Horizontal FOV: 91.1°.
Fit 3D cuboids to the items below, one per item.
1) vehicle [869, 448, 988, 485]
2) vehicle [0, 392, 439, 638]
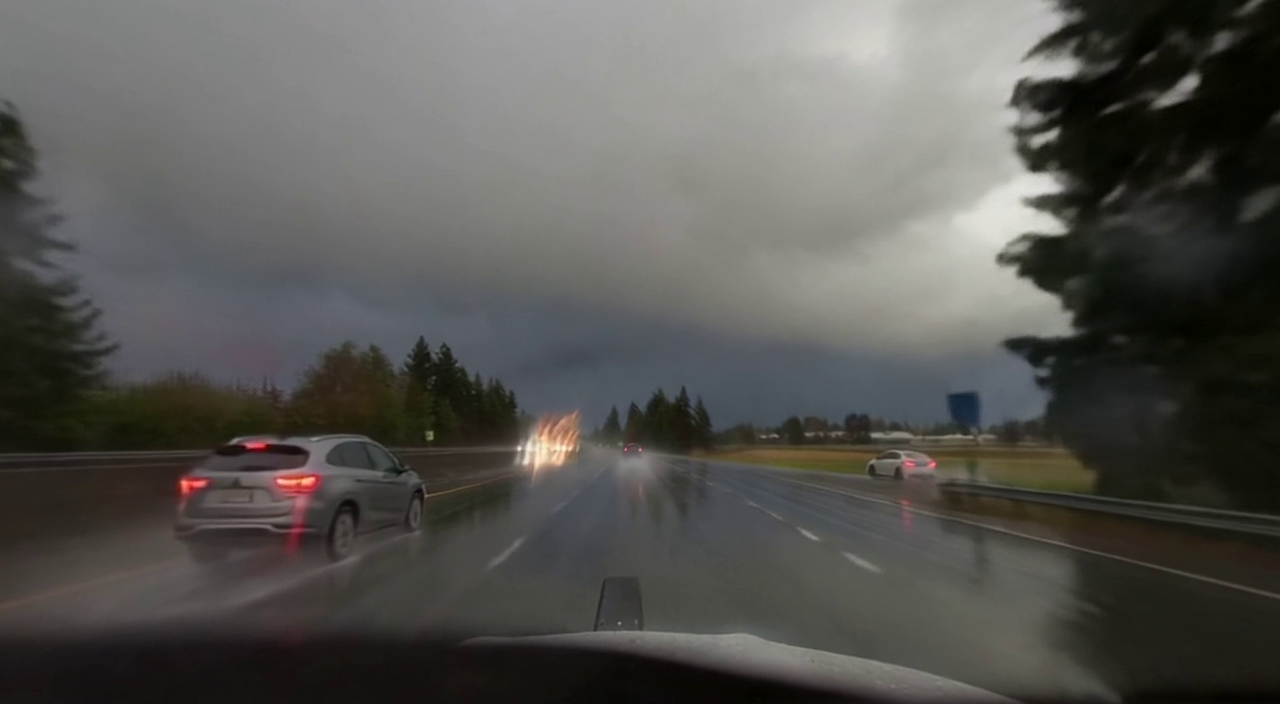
[{"bbox_3d":[13.412,5.324,29.599,2.117,1.558,4.736,4,-10,-26],"label":"vehicle"},{"bbox_3d":[-3.951,1.493,6.734,2.111,1.717,4.426,0,-9,0],"label":"vehicle"}]
